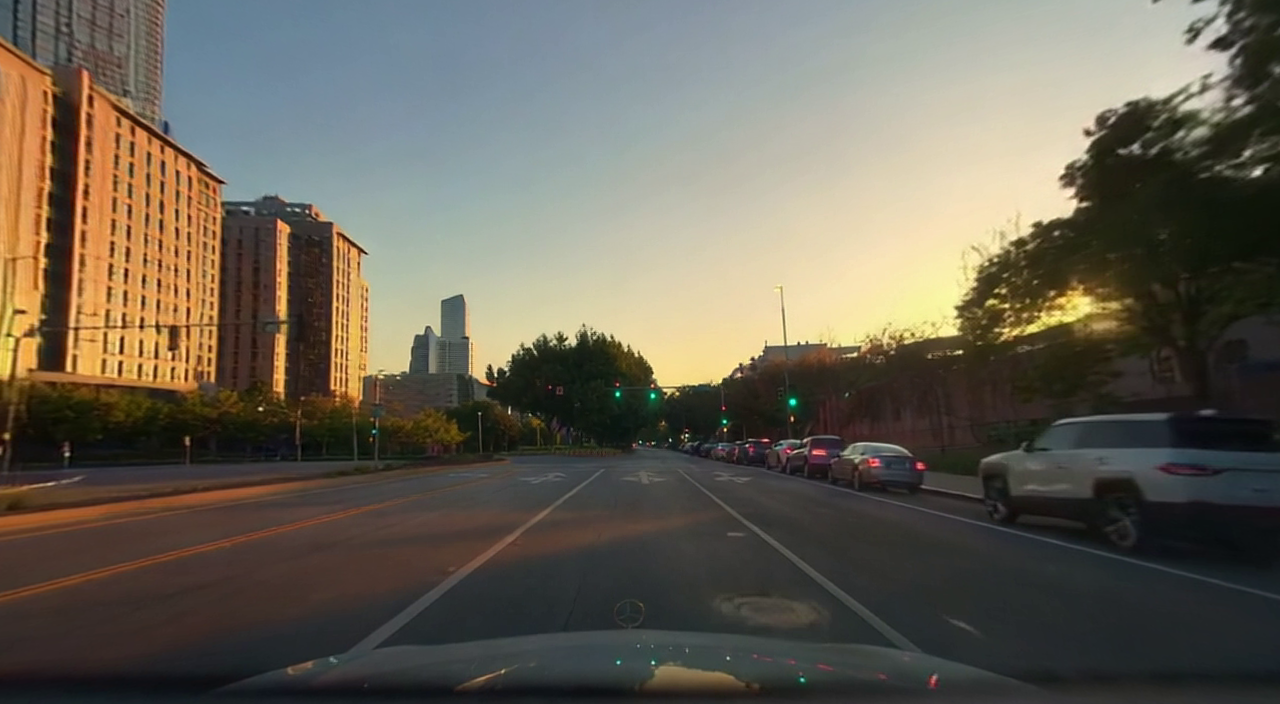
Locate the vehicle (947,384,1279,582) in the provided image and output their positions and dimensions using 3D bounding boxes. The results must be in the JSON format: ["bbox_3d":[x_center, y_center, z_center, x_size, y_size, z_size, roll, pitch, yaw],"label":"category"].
[{"bbox_3d":[6.546,1.619,8.520,2.169,1.876,4.931,0,-9,-1],"label":"vehicle"}]

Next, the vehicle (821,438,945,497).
[{"bbox_3d":[6.865,3.301,18.308,1.880,1.483,4.510,0,-9,1],"label":"vehicle"}]
